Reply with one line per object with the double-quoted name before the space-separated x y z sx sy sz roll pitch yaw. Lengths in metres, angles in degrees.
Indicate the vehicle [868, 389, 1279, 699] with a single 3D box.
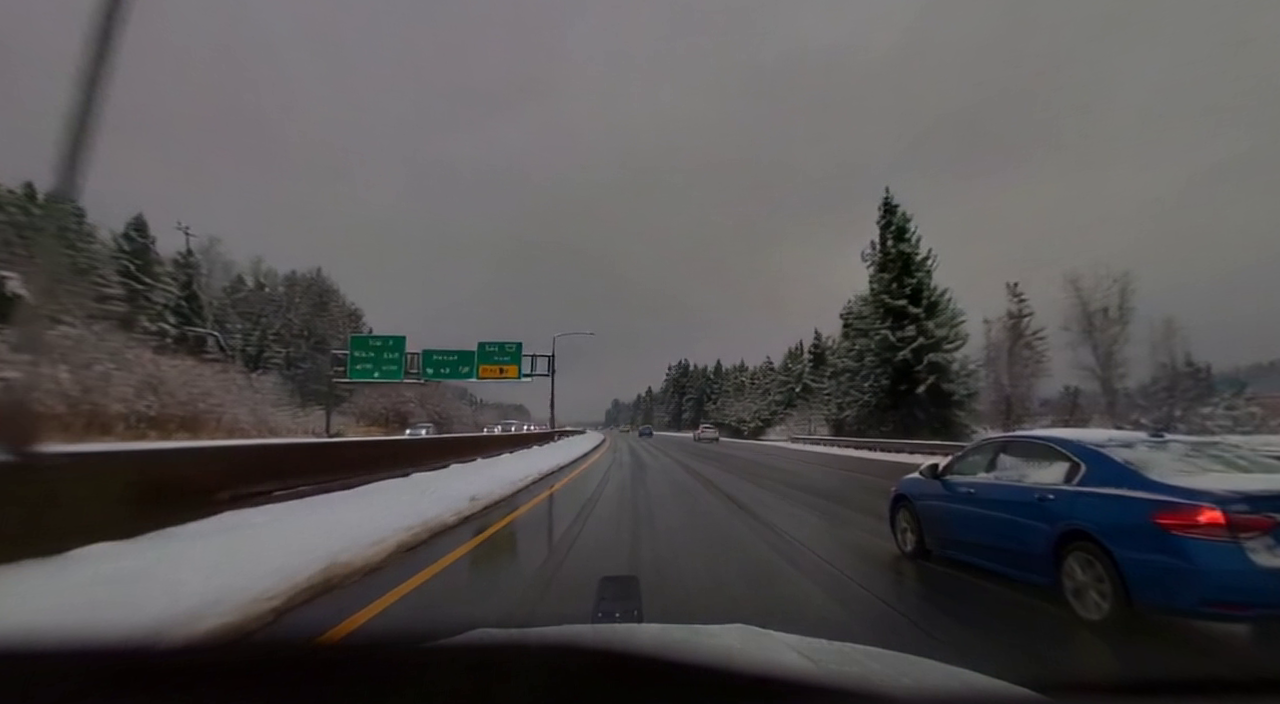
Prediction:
"vehicle" 3.653 1.179 5.123 1.977 1.443 4.225 0 -8 -1
